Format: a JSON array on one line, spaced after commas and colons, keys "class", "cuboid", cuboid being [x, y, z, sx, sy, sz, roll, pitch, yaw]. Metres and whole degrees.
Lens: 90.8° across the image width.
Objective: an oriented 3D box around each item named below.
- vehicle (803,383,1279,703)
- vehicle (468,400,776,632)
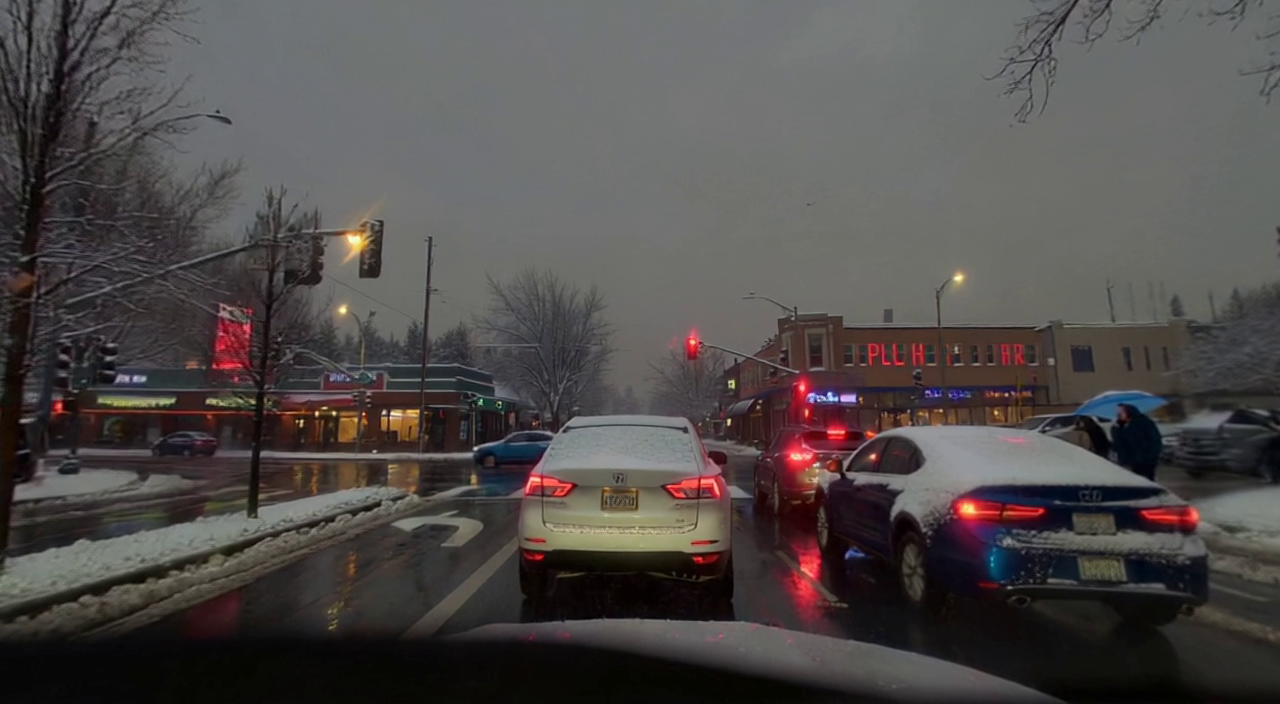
[{"class": "vehicle", "cuboid": [3.038, 1.304, 5.449, 1.983, 1.654, 4.354, 0, -8, -2]}, {"class": "vehicle", "cuboid": [-0.146, 1.485, 6.804, 2.123, 1.589, 4.702, 0, -8, -1]}]
